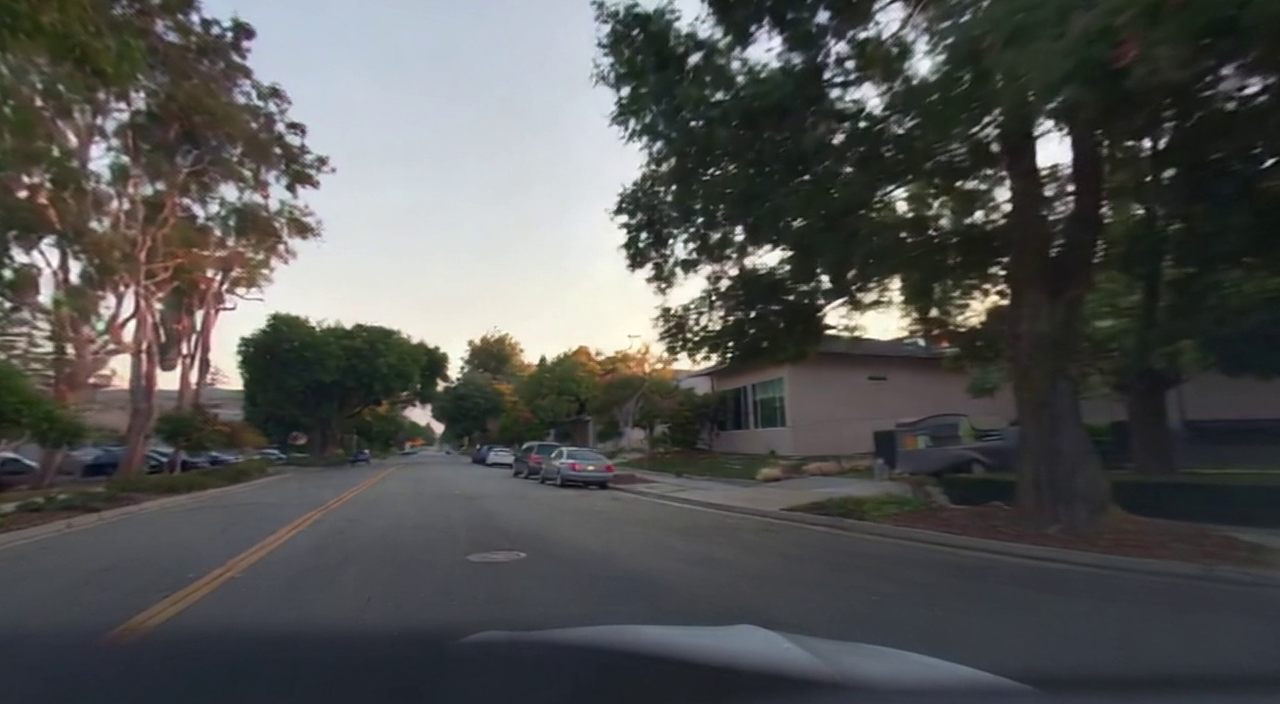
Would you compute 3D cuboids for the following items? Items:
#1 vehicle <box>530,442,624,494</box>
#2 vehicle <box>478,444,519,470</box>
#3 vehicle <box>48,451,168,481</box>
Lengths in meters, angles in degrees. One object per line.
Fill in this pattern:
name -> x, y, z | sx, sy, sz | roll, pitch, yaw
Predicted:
vehicle -> -2.313, 3.885, 21.730 | 1.933, 1.528, 5.006 | 3, -9, -21
vehicle -> -9.497, 6.954, 42.138 | 1.952, 1.538, 5.215 | 3, -9, -20
vehicle -> -27.826, 5.952, 33.140 | 4.491, 1.455, 1.959 | 0, -8, -1
